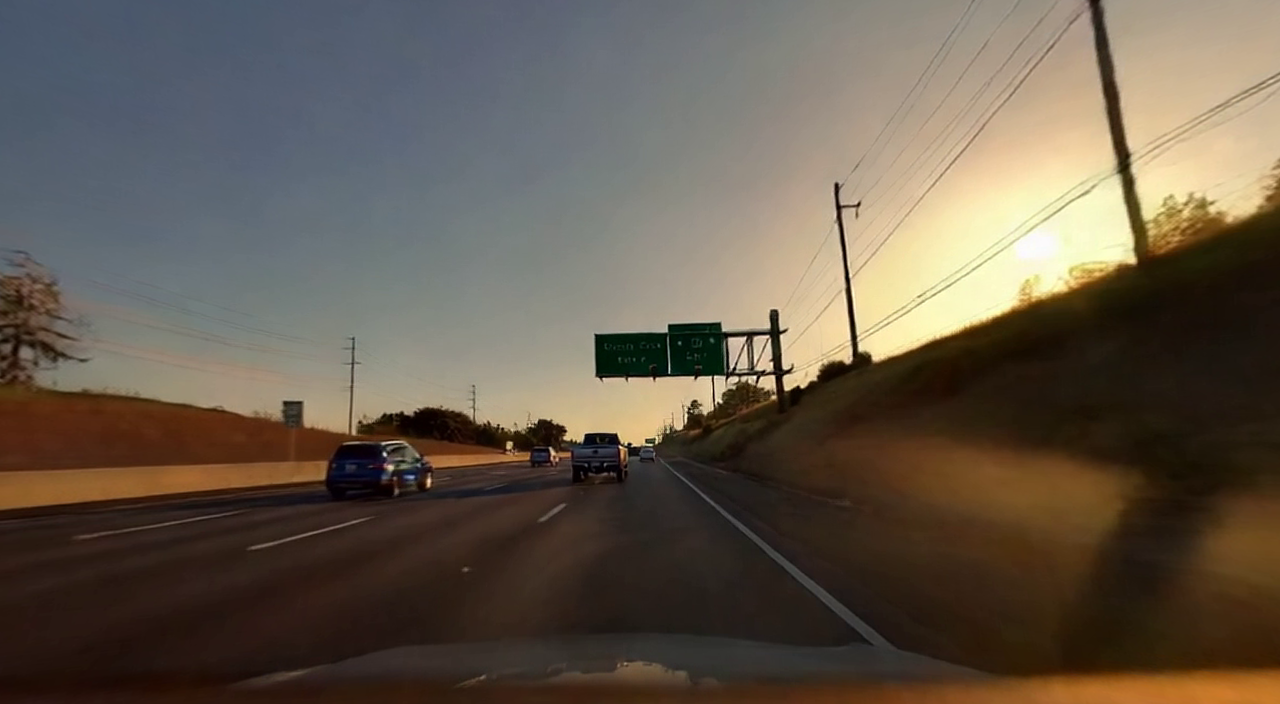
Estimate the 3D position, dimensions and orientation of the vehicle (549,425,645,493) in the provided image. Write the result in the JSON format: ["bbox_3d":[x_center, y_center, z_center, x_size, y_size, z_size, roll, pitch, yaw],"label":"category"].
[{"bbox_3d":[-1.334,3.788,22.731,2.972,2.087,6.126,0,-9,0],"label":"vehicle"}]

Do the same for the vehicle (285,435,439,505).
[{"bbox_3d":[-7.213,3.090,16.971,2.055,1.618,4.457,0,-9,1],"label":"vehicle"}]

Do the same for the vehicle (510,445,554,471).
[{"bbox_3d":[-7.426,7.314,43.717,2.143,1.688,4.776,0,-9,1],"label":"vehicle"}]

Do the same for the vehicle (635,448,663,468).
[{"bbox_3d":[0.639,8.107,48.413,2.025,1.485,4.310,0,-9,0],"label":"vehicle"}]
